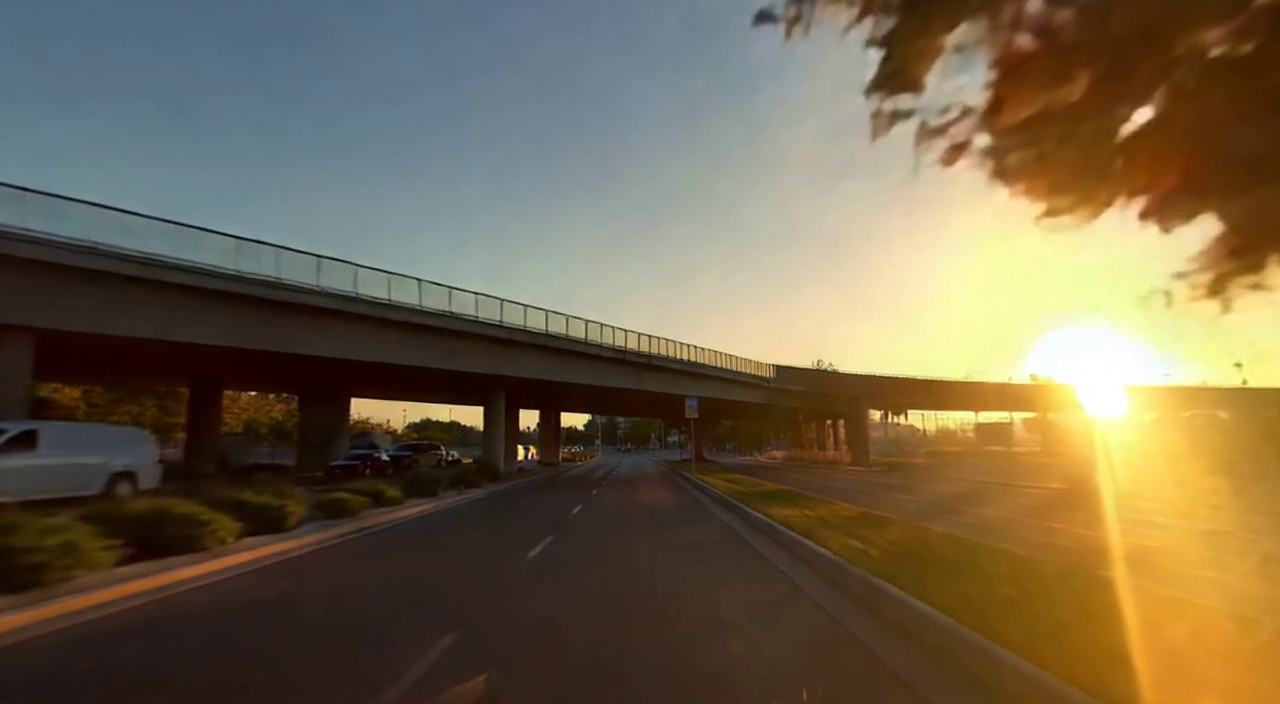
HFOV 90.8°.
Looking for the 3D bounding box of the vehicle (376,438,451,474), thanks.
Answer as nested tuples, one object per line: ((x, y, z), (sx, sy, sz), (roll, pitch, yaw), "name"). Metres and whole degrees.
((-12.969, 6.014, 36.699), (2.064, 1.809, 5.545), (3, -8, 2), "vehicle")

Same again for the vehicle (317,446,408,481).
((-13.334, 5.360, 30.729), (2.156, 1.489, 4.758), (2, -8, 1), "vehicle")

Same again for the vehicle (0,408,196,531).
((-13.452, 2.532, 14.205), (2.307, 2.349, 6.335), (1, -8, -1), "vehicle")
